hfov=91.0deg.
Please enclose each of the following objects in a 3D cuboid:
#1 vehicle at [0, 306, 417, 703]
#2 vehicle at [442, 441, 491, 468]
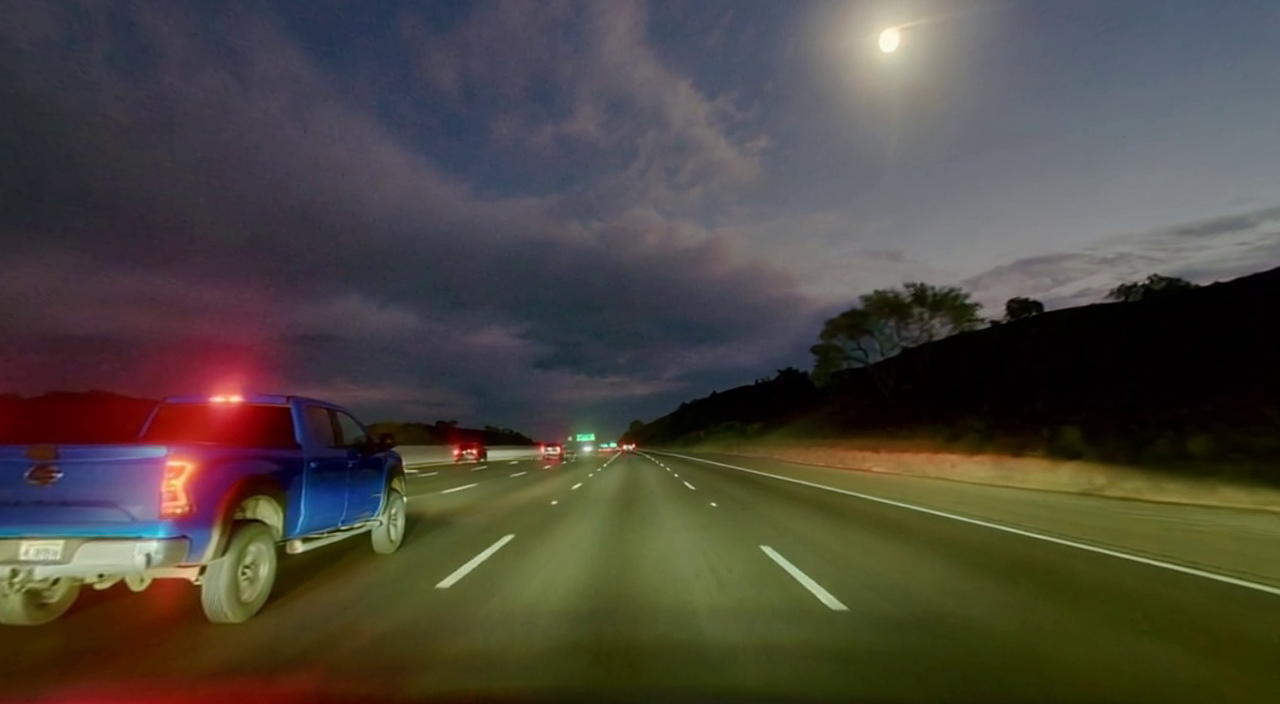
[{"bbox_3d":[-4.299,1.175,5.626,2.339,2.004,6.171,0,-9,0],"label":"vehicle"},{"bbox_3d":[-11.563,6.848,42.280,2.106,1.692,4.458,0,-9,-1],"label":"vehicle"}]
